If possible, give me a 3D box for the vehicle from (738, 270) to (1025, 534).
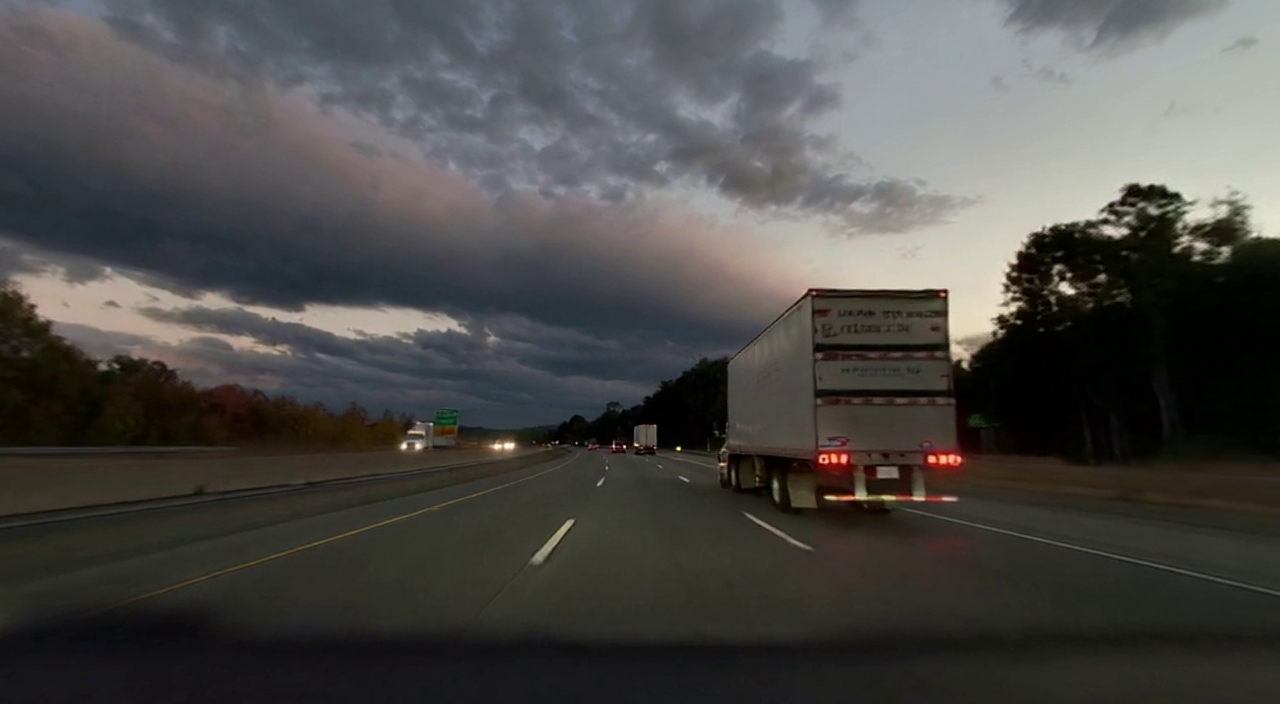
[{"bbox_3d":[4.263,1.344,13.772,2.826,4.035,8.369,0,-9,0],"label":"vehicle"}]
